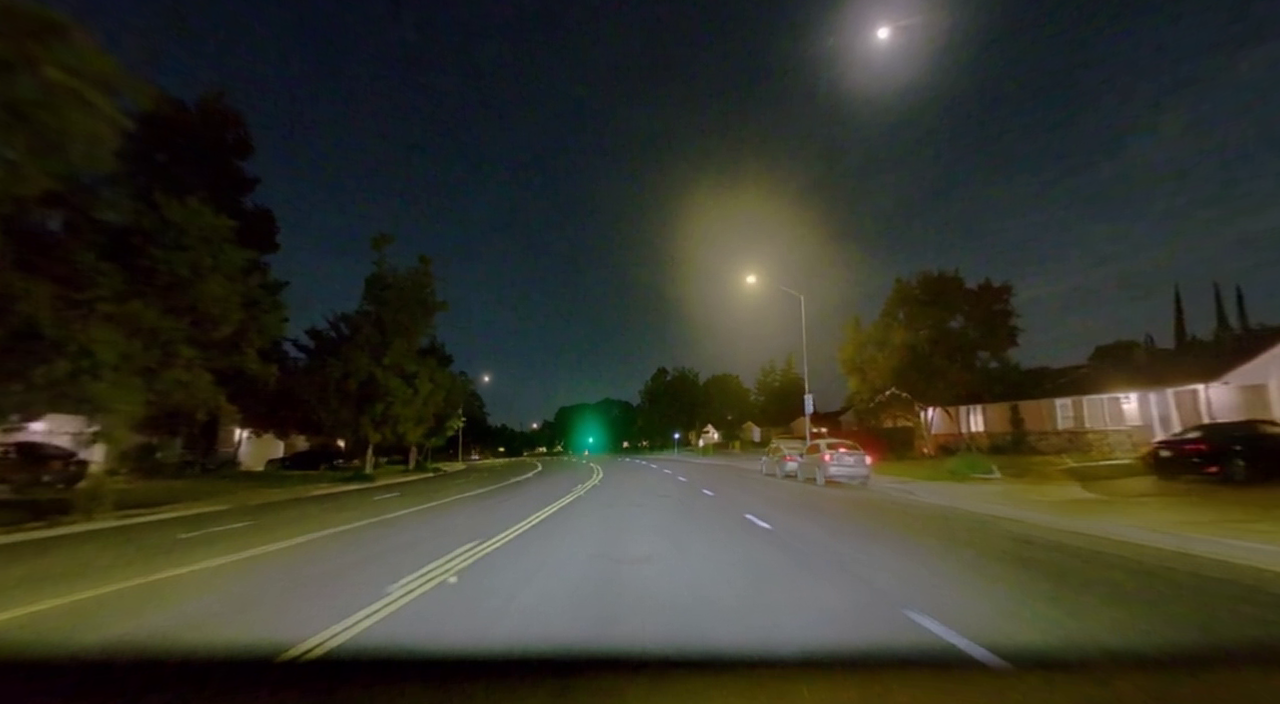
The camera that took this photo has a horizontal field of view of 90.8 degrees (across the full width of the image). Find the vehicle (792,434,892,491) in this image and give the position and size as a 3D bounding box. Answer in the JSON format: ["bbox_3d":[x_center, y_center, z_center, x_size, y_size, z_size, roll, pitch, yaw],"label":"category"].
[{"bbox_3d":[6.760,3.741,21.763,1.996,1.745,4.556,-1,-8,1],"label":"vehicle"}]

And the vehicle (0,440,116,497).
[{"bbox_3d":[-21.171,3.823,20.857,5.659,1.769,2.073,0,-8,-3],"label":"vehicle"}]

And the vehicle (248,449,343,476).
[{"bbox_3d":[-20.127,6.441,37.085,4.367,1.466,1.980,0,-8,-3],"label":"vehicle"}]

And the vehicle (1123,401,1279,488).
[{"bbox_3d":[15.231,2.203,15.678,4.513,1.818,2.159,-5,-8,0],"label":"vehicle"}]

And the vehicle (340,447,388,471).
[{"bbox_3d":[-18.770,7.290,43.140,1.998,1.492,4.660,1,-8,-11],"label":"vehicle"}]
